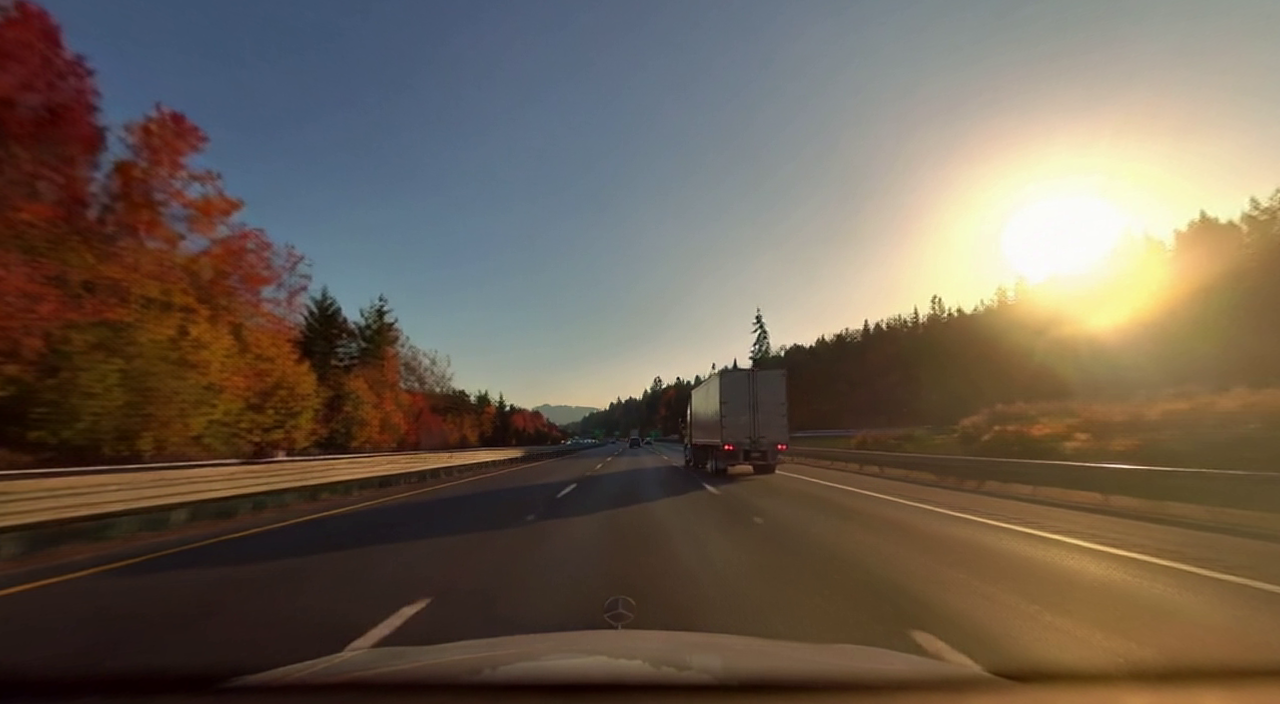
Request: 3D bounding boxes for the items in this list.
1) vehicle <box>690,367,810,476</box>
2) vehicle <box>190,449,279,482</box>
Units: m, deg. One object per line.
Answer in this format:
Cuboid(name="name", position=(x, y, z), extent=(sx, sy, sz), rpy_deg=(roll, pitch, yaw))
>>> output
Cuboid(name="vehicle", position=(4.260, 3.078, 26.853), extent=(3.348, 3.847, 8.908), rpy_deg=(0, -8, -1))
Cuboid(name="vehicle", position=(-21.293, 5.943, 33.225), extent=(1.867, 1.515, 4.266), rpy_deg=(0, -8, 0))
